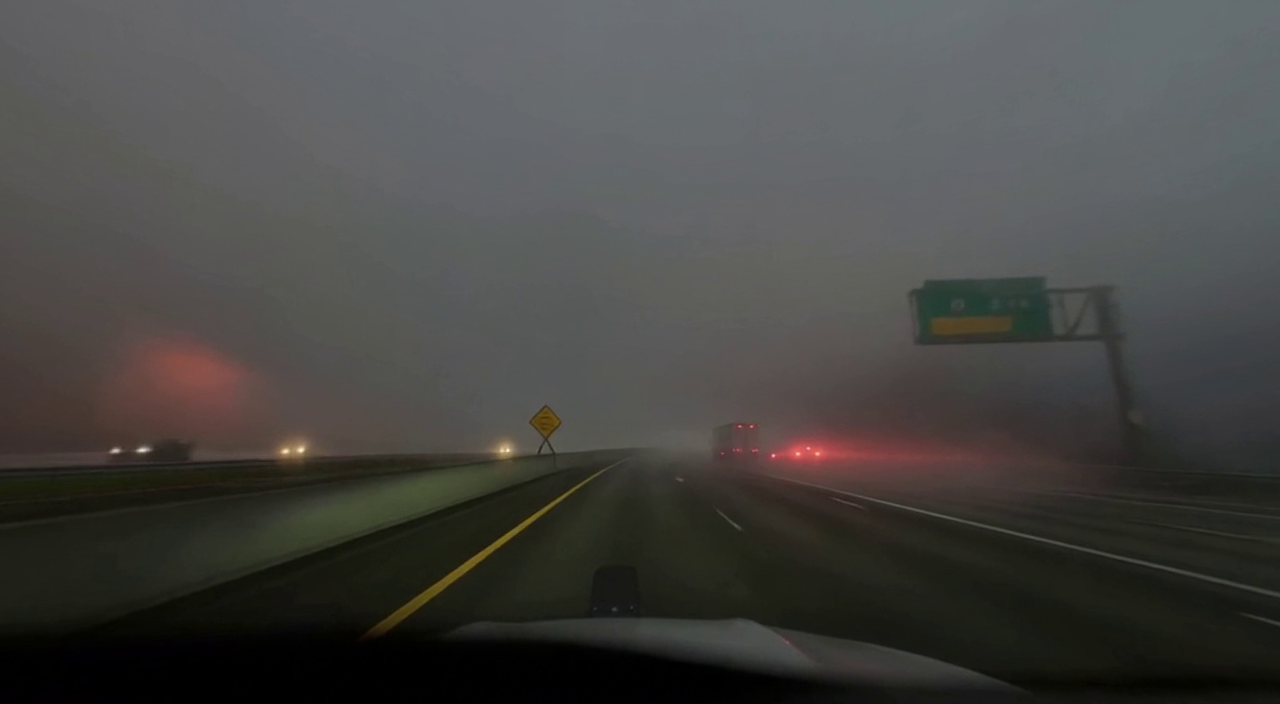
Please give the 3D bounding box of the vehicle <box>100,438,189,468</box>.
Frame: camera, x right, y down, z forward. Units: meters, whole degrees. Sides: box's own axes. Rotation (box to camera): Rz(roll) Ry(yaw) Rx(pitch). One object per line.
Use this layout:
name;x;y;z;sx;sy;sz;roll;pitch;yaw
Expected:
vehicle;-33.669;6.871;43.157;2.047;1.865;4.880;0;-8;0
